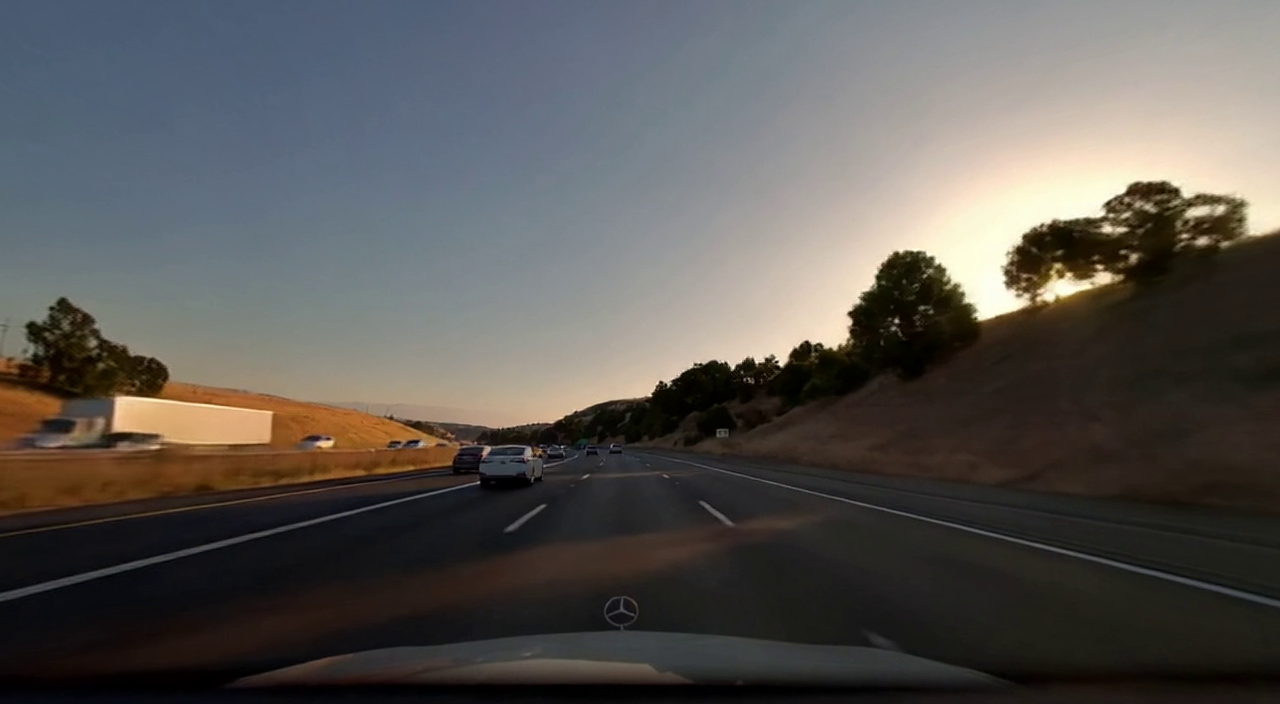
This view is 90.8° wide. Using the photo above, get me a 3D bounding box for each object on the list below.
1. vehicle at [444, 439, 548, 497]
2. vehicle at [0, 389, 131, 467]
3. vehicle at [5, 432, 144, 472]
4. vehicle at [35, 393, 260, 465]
[{"bbox_3d":[-4.147,3.436,19.067,2.073,1.516,4.478,0,-9,0],"label":"vehicle"},{"bbox_3d":[-33.181,4.391,35.732,2.988,3.971,6.742,0,-9,-2],"label":"vehicle"},{"bbox_3d":[-25.128,4.474,28.350,1.962,1.659,4.592,0,-9,-1],"label":"vehicle"},{"bbox_3d":[-33.551,5.723,44.966,2.900,4.172,16.828,0,-9,-1],"label":"vehicle"}]
